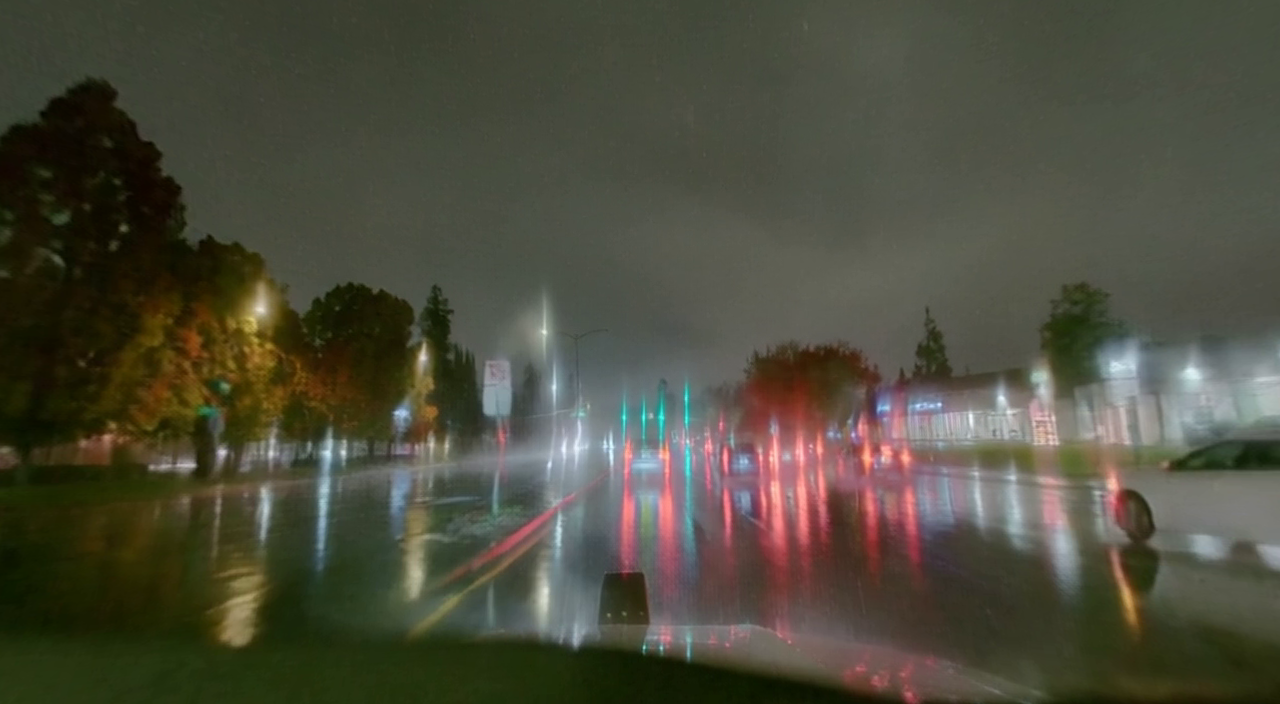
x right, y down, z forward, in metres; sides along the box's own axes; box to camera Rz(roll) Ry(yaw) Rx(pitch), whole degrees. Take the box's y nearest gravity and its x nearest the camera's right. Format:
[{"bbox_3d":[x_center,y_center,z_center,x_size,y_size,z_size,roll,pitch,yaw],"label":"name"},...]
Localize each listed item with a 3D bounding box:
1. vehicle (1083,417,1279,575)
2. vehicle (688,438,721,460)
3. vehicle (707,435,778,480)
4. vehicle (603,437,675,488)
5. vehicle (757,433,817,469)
[{"bbox_3d":[7.156,1.459,6.577,1.892,1.515,4.400,0,-8,1],"label":"vehicle"},{"bbox_3d":[4.539,6.919,44.977,1.862,1.457,4.204,0,-8,0],"label":"vehicle"},{"bbox_3d":[3.794,3.988,24.121,1.988,1.528,4.144,0,-8,0],"label":"vehicle"},{"bbox_3d":[-0.001,3.535,20.476,2.096,1.473,3.893,0,-8,1],"label":"vehicle"},{"bbox_3d":[7.512,5.099,32.642,2.044,1.701,4.397,0,-8,0],"label":"vehicle"}]
